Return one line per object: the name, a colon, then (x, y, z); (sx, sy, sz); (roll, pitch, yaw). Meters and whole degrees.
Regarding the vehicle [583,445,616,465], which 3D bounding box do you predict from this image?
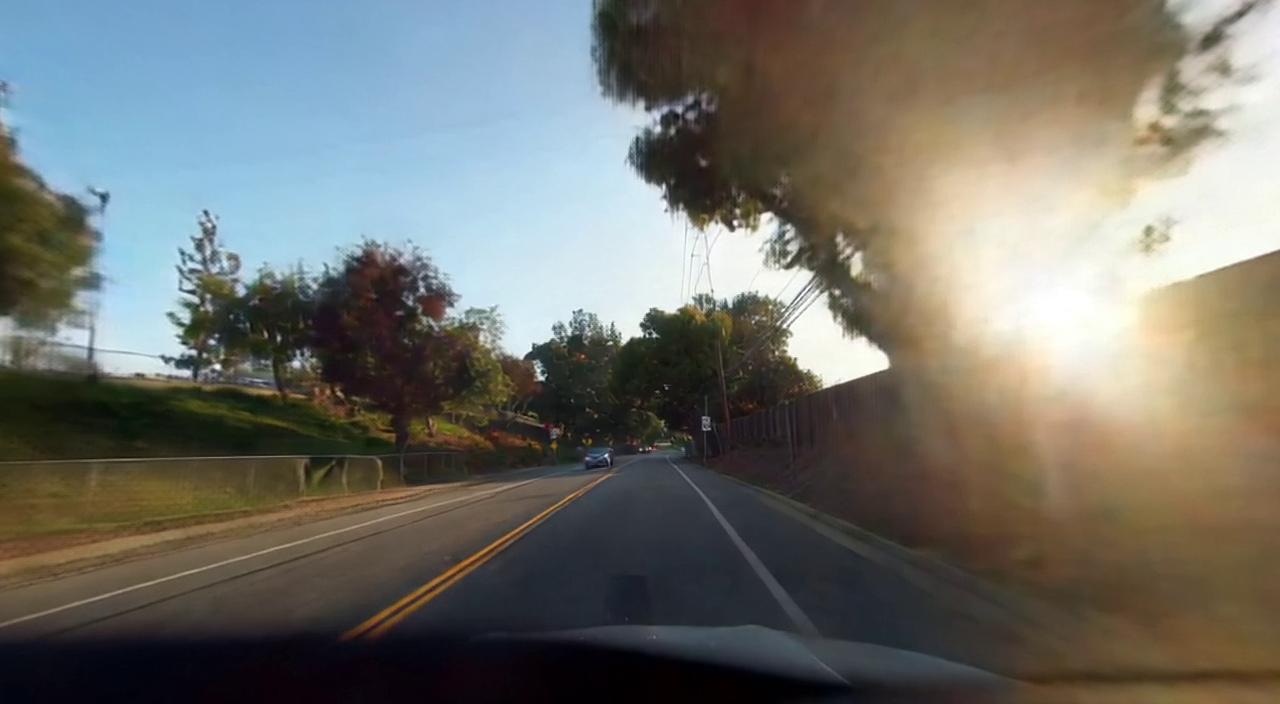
vehicle: (-3.075, 7.956, 48.714); (1.975, 1.481, 4.445); (-1, -9, 3)
